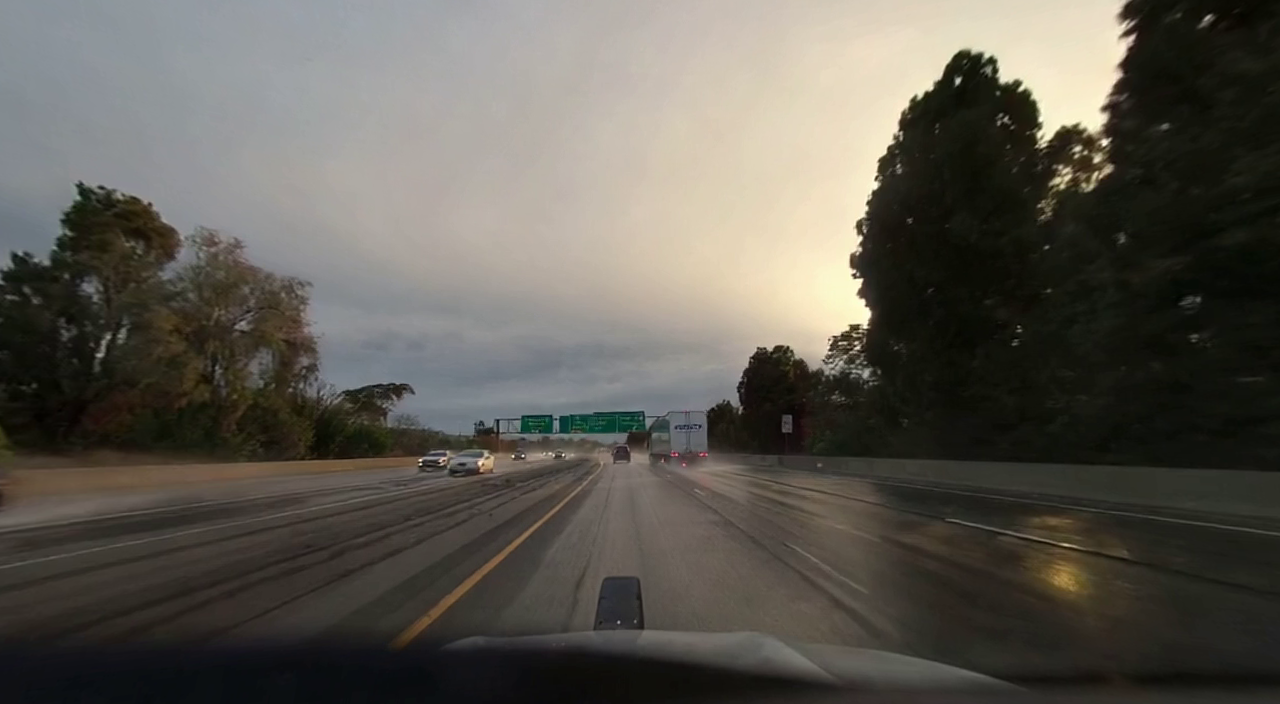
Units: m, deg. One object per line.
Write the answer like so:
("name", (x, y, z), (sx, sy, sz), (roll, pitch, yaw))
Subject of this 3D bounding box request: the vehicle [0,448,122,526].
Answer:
("vehicle", (-13.521, 2.799, 13.250), (1.954, 1.499, 3.694), (0, -9, -1))

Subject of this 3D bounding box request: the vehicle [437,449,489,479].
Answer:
("vehicle", (-10.046, 6.382, 35.917), (1.875, 1.565, 3.912), (0, -9, -1))

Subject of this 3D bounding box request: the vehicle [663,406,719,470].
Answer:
("vehicle", (3.329, 5.947, 43.172), (2.892, 3.928, 8.380), (0, -9, -1))

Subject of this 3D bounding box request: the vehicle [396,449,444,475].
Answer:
("vehicle", (-14.264, 7.140, 40.865), (1.813, 1.545, 3.874), (0, -9, -1))
